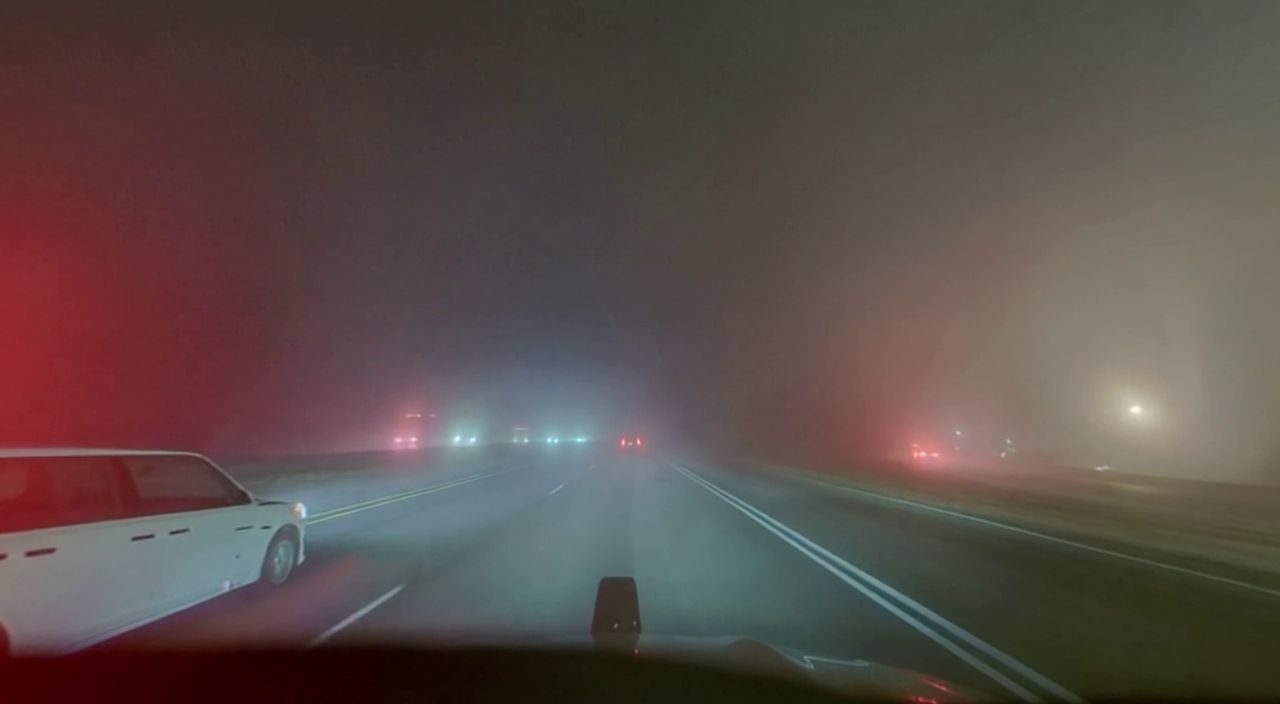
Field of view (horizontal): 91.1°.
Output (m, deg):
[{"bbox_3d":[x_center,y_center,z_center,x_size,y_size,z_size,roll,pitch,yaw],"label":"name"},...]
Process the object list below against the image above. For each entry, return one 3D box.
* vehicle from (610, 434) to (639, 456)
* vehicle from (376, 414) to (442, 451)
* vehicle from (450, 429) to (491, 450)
[{"bbox_3d":[-1.162,6.817,46.367,2.025,1.519,3.924,0,-8,-2],"label":"vehicle"},{"bbox_3d":[-17.566,6.211,48.334,2.504,2.564,6.827,0,-8,-1],"label":"vehicle"},{"bbox_3d":[-13.175,6.855,49.275,1.927,1.559,4.766,0,-8,-1],"label":"vehicle"}]
